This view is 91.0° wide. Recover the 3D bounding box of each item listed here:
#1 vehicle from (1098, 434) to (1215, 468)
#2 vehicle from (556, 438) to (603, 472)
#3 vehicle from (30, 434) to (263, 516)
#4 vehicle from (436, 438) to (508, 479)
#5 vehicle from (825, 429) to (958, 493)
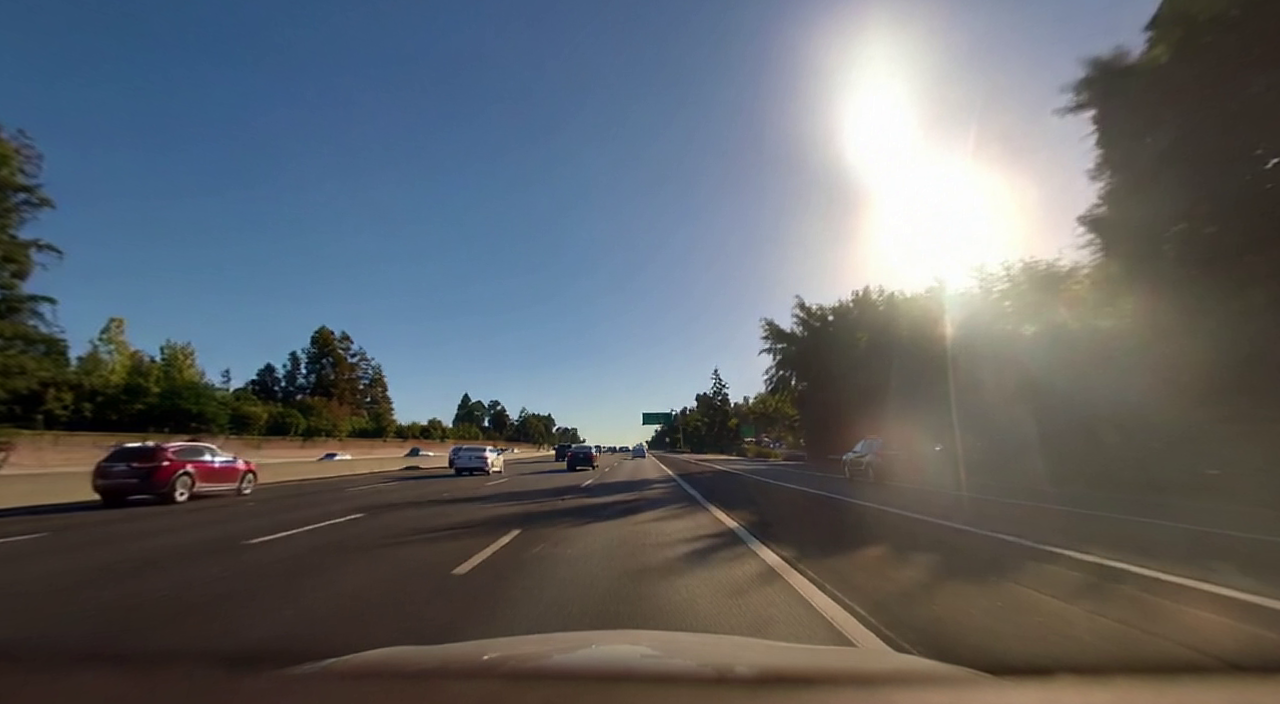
[{"bbox_3d":[28.076,5.423,34.514,2.051,1.728,4.927,1,-9,-2],"label":"vehicle"},{"bbox_3d":[-3.643,6.340,39.014,2.288,1.962,5.119,0,-9,2],"label":"vehicle"},{"bbox_3d":[-11.275,2.813,14.905,1.958,1.633,4.302,0,-9,0],"label":"vehicle"},{"bbox_3d":[-7.672,4.919,29.269,2.087,1.755,4.457,0,-9,0],"label":"vehicle"},{"bbox_3d":[8.062,3.559,20.833,2.259,1.816,4.862,1,-9,-2],"label":"vehicle"}]
